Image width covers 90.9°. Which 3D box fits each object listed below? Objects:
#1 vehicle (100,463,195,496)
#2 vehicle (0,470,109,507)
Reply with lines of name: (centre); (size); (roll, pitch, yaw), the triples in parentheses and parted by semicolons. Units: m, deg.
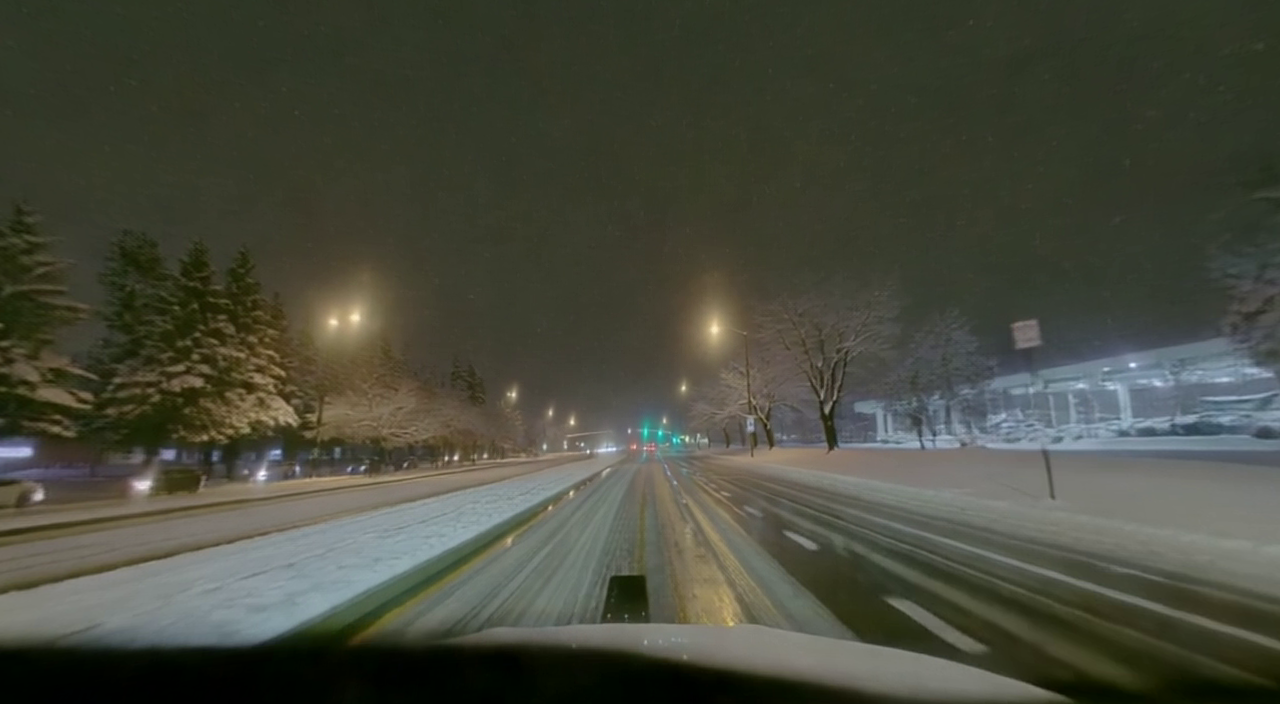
vehicle: (-29.717, 7.667, 38.233); (1.902, 1.746, 4.706); (0, -9, 1)
vehicle: (-29.776, 6.847, 31.900); (1.815, 1.531, 4.544); (0, -9, -1)
